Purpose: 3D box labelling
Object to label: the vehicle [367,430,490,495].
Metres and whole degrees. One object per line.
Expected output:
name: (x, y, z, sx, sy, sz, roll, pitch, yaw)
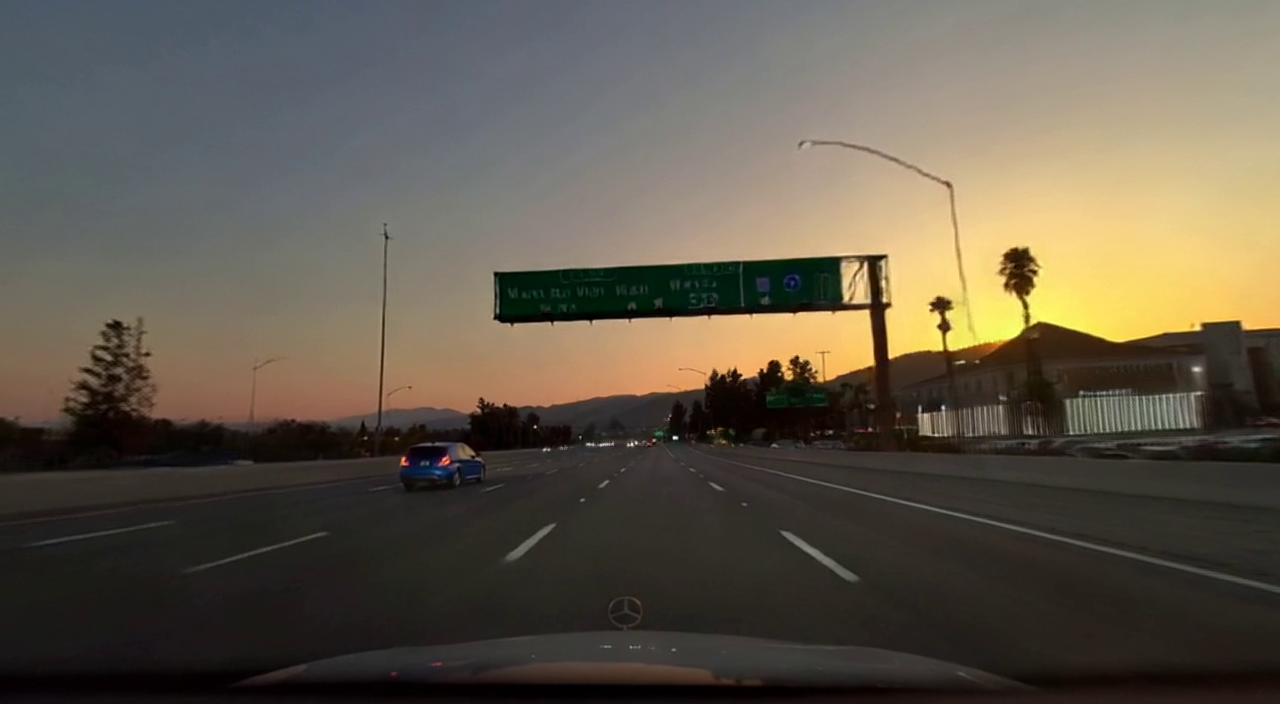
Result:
vehicle: (-6.527, 3.479, 20.162, 2.145, 1.793, 4.762, -1, -9, 2)
